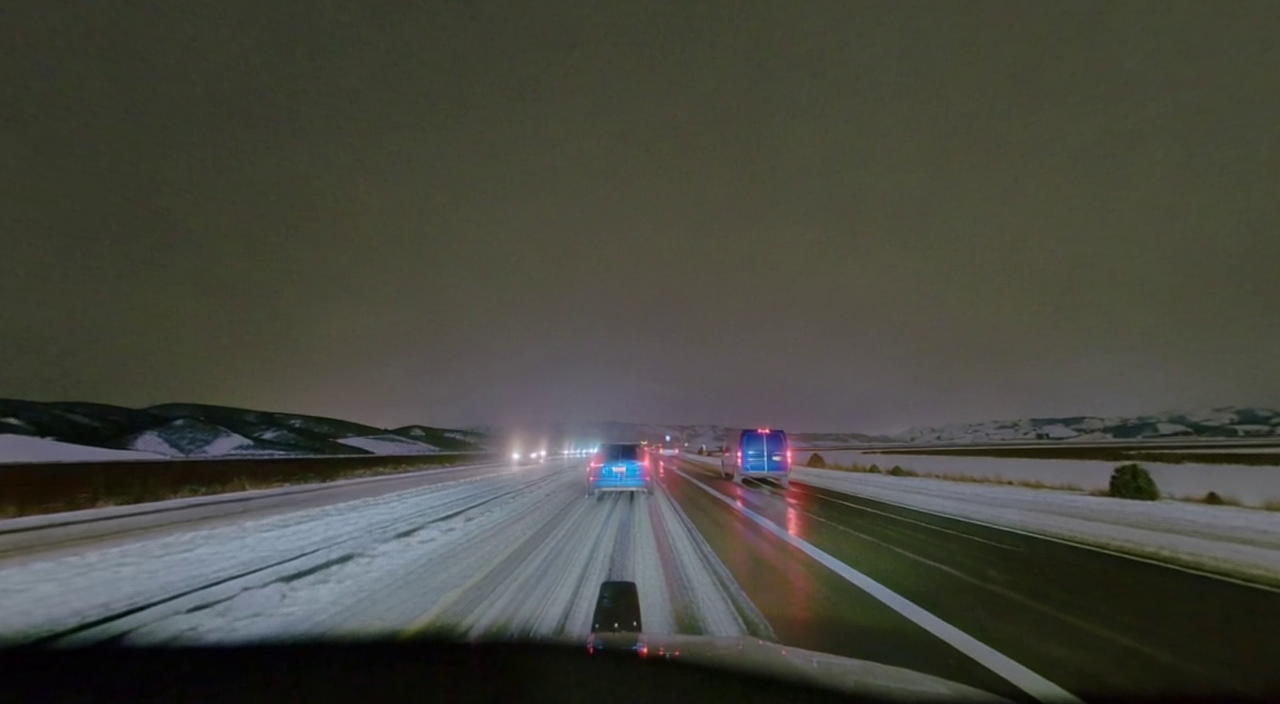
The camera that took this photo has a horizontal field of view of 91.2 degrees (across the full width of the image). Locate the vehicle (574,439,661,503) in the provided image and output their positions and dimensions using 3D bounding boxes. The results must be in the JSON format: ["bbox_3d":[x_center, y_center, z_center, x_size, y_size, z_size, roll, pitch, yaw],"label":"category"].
[{"bbox_3d":[-0.529,3.083,16.603,2.029,1.483,3.769,0,-9,0],"label":"vehicle"}]

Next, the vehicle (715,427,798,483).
[{"bbox_3d":[4.451,4.050,24.855,2.261,1.952,4.784,0,-9,-1],"label":"vehicle"}]
